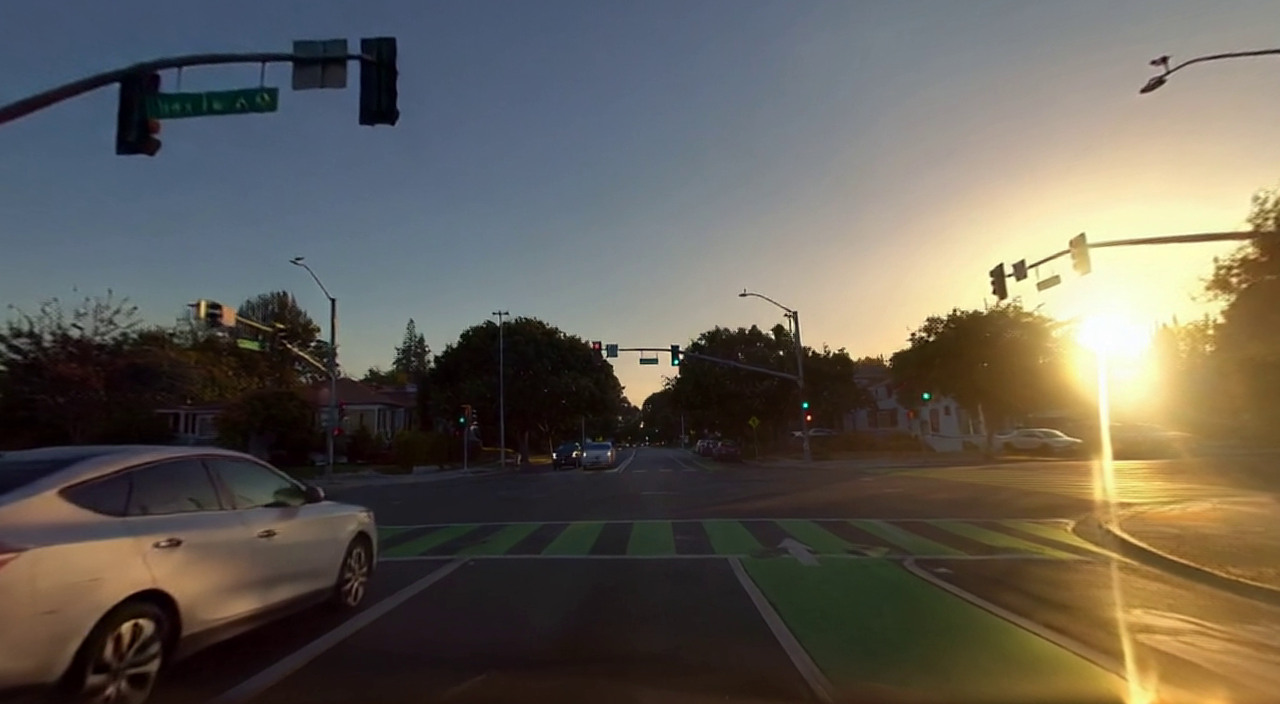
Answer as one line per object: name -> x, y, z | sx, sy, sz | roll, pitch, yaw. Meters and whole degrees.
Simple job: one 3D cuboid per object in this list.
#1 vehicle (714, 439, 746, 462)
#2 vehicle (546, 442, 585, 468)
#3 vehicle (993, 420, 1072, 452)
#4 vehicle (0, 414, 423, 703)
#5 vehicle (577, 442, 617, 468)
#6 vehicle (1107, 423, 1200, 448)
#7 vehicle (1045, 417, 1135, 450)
vehicle -> 6.613, 7.316, 46.723 | 1.891, 1.584, 3.802 | -1, -8, 2
vehicle -> -5.187, 7.268, 44.539 | 1.982, 1.686, 4.195 | -1, -8, 4
vehicle -> 23.529, 5.114, 37.932 | 1.964, 1.759, 4.583 | -1, -8, 3
vehicle -> -3.371, 1.296, 4.408 | 1.904, 1.489, 4.746 | -1, -8, 1
vehicle -> -2.596, 6.363, 38.964 | 1.982, 1.472, 4.103 | -1, -8, 3
vehicle -> 30.507, 5.018, 37.600 | 1.837, 1.396, 4.695 | -1, -8, 3
vehicle -> 26.698, 4.931, 37.559 | 2.033, 1.821, 4.542 | -1, -8, 2
